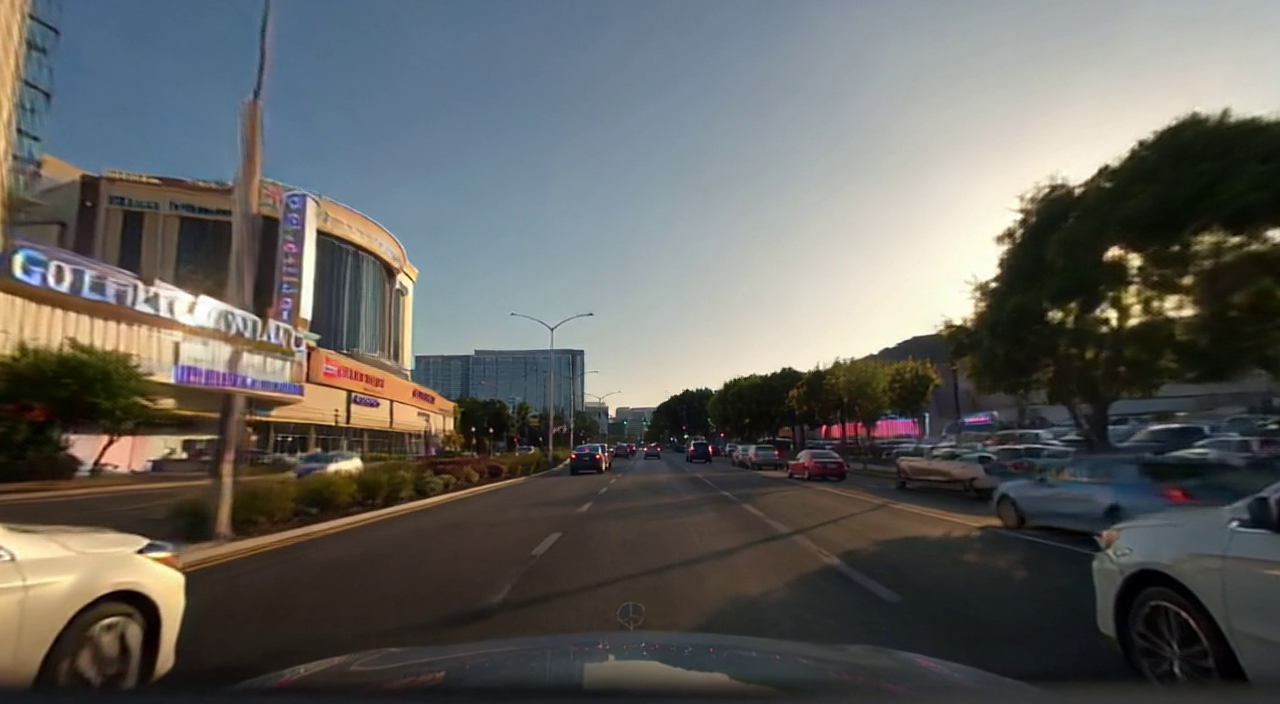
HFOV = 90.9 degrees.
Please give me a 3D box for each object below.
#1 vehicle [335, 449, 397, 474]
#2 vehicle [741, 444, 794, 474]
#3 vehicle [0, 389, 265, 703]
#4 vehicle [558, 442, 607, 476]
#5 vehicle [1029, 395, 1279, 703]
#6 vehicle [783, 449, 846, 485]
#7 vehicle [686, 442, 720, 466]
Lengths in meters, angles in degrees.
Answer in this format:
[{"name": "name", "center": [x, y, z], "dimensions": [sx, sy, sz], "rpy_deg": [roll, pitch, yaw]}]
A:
[{"name": "vehicle", "center": [-17.840, 7.132, 41.327], "dimensions": [1.919, 1.460, 4.572], "rpy_deg": [0, -8, 1]}, {"name": "vehicle", "center": [7.493, 6.323, 37.530], "dimensions": [1.918, 1.598, 4.536], "rpy_deg": [0, -8, -4]}, {"name": "vehicle", "center": [-3.333, 0.750, 1.242], "dimensions": [2.155, 1.504, 4.776], "rpy_deg": [0, -8, 2]}, {"name": "vehicle", "center": [-2.726, 5.215, 31.057], "dimensions": [1.917, 1.511, 4.436], "rpy_deg": [0, -8, 1]}, {"name": "vehicle", "center": [3.344, 0.790, 1.485], "dimensions": [1.981, 1.499, 4.536], "rpy_deg": [0, -8, 1]}, {"name": "vehicle", "center": [7.478, 4.937, 27.406], "dimensions": [1.654, 1.440, 3.647], "rpy_deg": [0, -8, -1]}, {"name": "vehicle", "center": [4.562, 7.451, 46.156], "dimensions": [2.007, 1.683, 4.171], "rpy_deg": [0, -8, -1]}]
